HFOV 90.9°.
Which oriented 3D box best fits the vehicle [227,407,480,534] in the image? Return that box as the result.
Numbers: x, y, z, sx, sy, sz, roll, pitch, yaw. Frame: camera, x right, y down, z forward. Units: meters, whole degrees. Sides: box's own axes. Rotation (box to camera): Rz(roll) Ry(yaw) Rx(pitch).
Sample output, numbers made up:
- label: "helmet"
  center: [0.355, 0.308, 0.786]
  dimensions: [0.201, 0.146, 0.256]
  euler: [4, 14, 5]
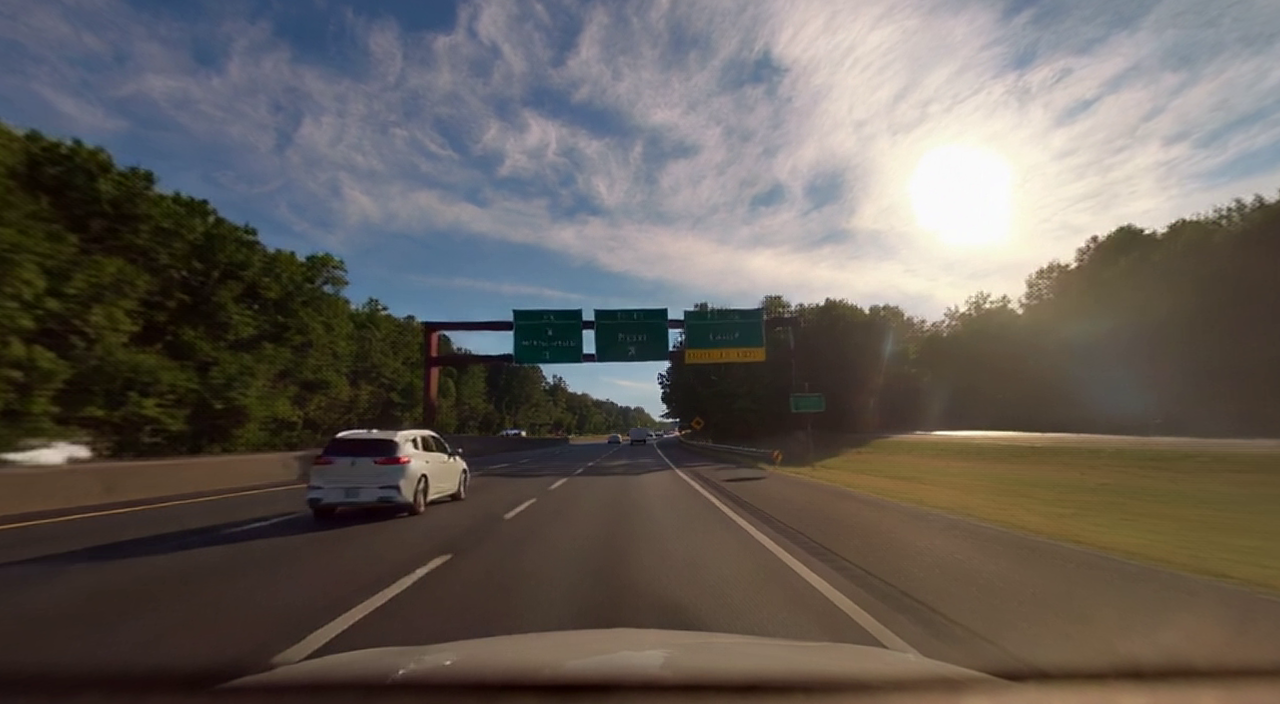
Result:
- label: "vehicle"
  center: [-4.273, 1.822, 10.427]
  dimensions: [2.052, 1.626, 4.514]
  euler: [0, -8, 0]
